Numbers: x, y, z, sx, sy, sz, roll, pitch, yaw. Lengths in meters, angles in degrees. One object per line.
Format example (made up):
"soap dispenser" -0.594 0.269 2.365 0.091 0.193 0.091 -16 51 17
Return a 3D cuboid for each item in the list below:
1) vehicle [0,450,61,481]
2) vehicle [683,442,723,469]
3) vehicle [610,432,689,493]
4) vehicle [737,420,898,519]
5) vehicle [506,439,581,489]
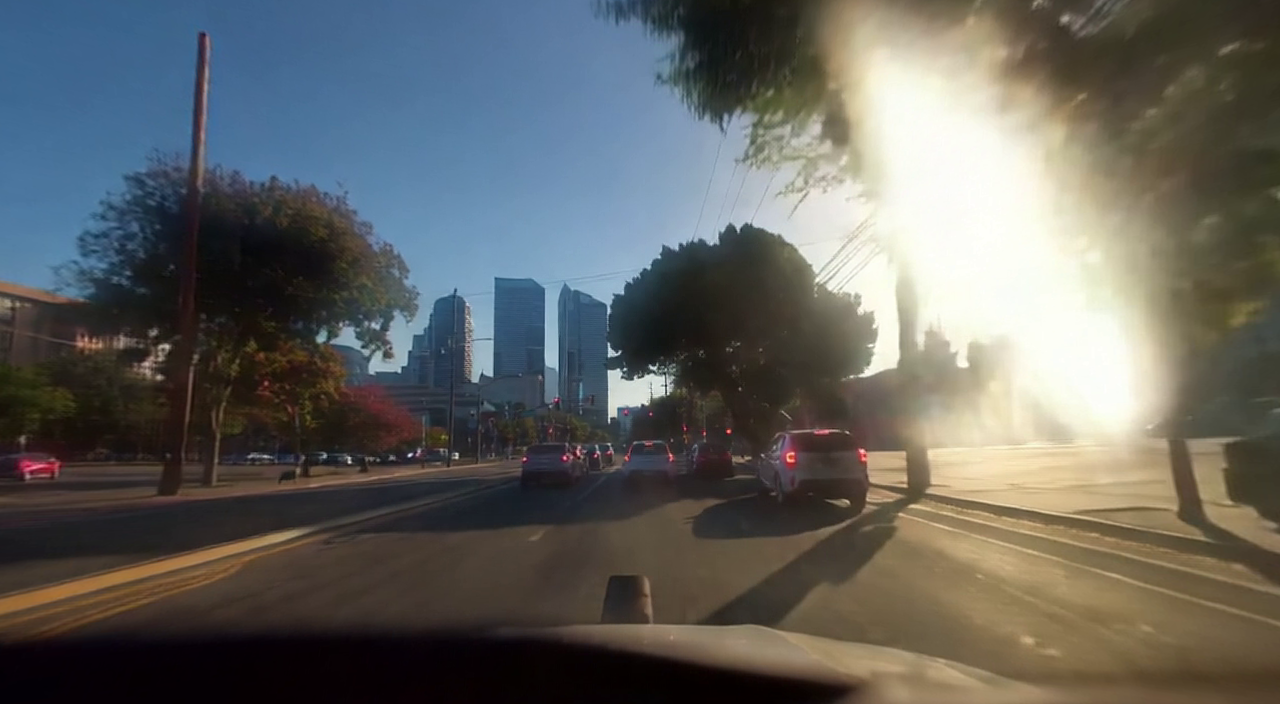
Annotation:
"vehicle" -37.935 6.802 37.914 1.882 1.753 4.517 0 -9 -1
"vehicle" 3.773 6.253 38.319 1.880 1.503 4.130 0 -9 -1
"vehicle" 0.242 3.379 19.569 2.200 1.653 4.127 0 -9 0
"vehicle" 3.474 2.416 13.395 2.024 1.711 4.512 0 -9 -1
"vehicle" -3.141 3.726 21.377 2.104 1.488 4.546 0 -9 -4
